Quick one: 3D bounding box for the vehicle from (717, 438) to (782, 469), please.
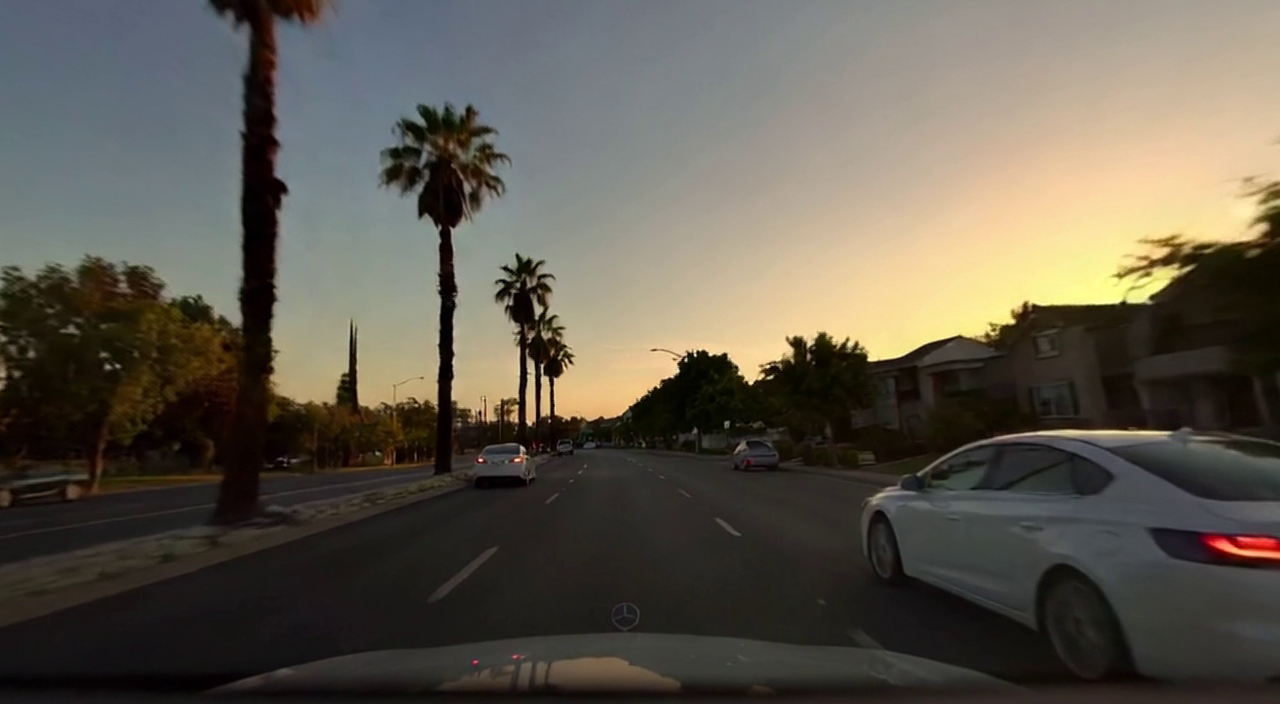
[{"bbox_3d":[5.984,5.665,35.356,2.169,1.559,5.849,0,-9,-4],"label":"vehicle"}]

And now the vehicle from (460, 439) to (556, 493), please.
[{"bbox_3d":[-3.970,3.510,19.847,2.108,1.475,4.555,0,-9,-1],"label":"vehicle"}]

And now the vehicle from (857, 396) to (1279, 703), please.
[{"bbox_3d":[3.023,1.056,3.357,1.941,1.424,4.720,0,-9,-2],"label":"vehicle"}]

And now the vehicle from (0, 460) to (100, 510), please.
[{"bbox_3d":[-21.485,4.575,21.585,2.191,1.482,4.661,-4,-8,-3],"label":"vehicle"}]
